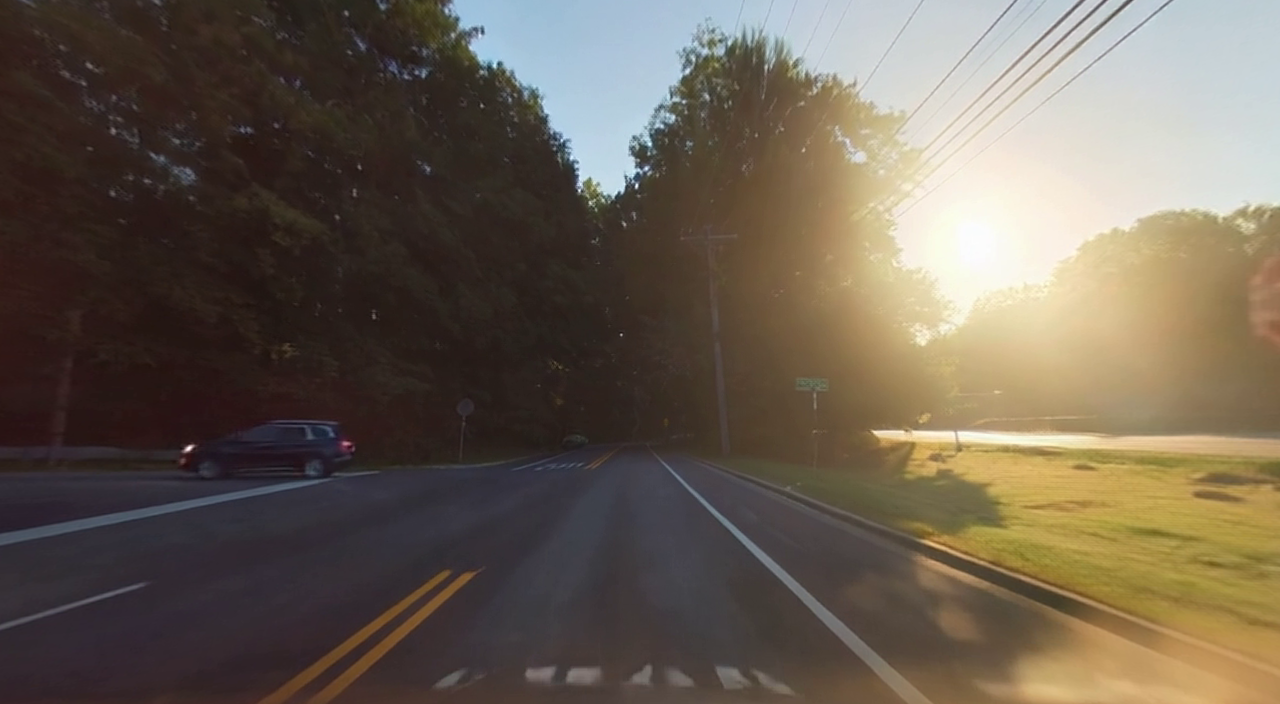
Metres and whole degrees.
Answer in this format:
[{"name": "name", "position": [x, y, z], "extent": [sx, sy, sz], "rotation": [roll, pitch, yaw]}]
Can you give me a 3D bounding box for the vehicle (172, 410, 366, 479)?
[{"name": "vehicle", "position": [-11.860, 3.006, 20.488], "extent": [5.020, 1.973, 2.348], "rotation": [5, -10, -32]}]
